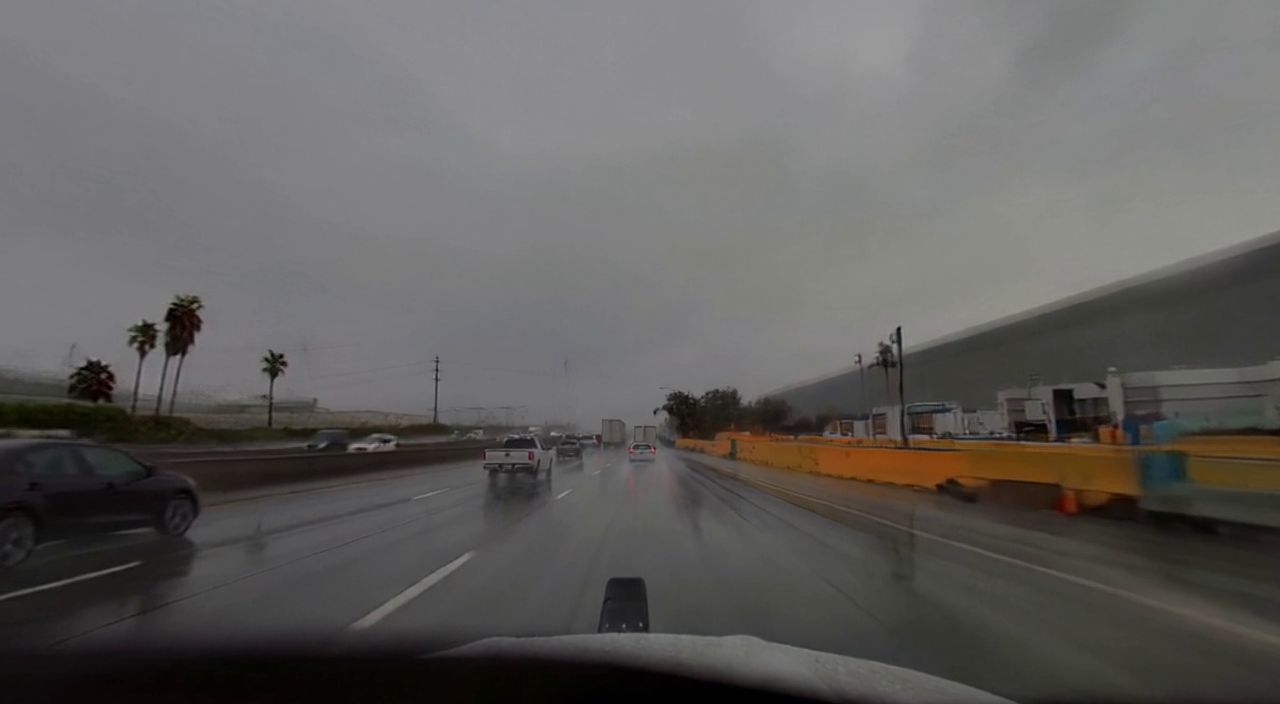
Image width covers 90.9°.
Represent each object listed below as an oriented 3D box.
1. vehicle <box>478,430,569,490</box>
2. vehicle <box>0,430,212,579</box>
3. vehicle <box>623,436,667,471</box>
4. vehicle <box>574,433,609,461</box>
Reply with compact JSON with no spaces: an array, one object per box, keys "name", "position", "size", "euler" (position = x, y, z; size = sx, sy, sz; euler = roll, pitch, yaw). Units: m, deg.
[{"name":"vehicle","position":[-3.706,3.542,21.030],"size":[2.108,1.740,4.549],"euler":[0,-8,1]},{"name":"vehicle","position":[-7.369,1.644,7.110],"size":[1.949,1.476,4.410],"euler":[0,-8,0]},{"name":"vehicle","position":[0.241,5.151,32.187],"size":[2.136,1.678,4.052],"euler":[0,-8,0]},{"name":"vehicle","position":[-3.676,7.268,48.251],"size":[2.203,1.958,4.848],"euler":[0,-8,1]}]
